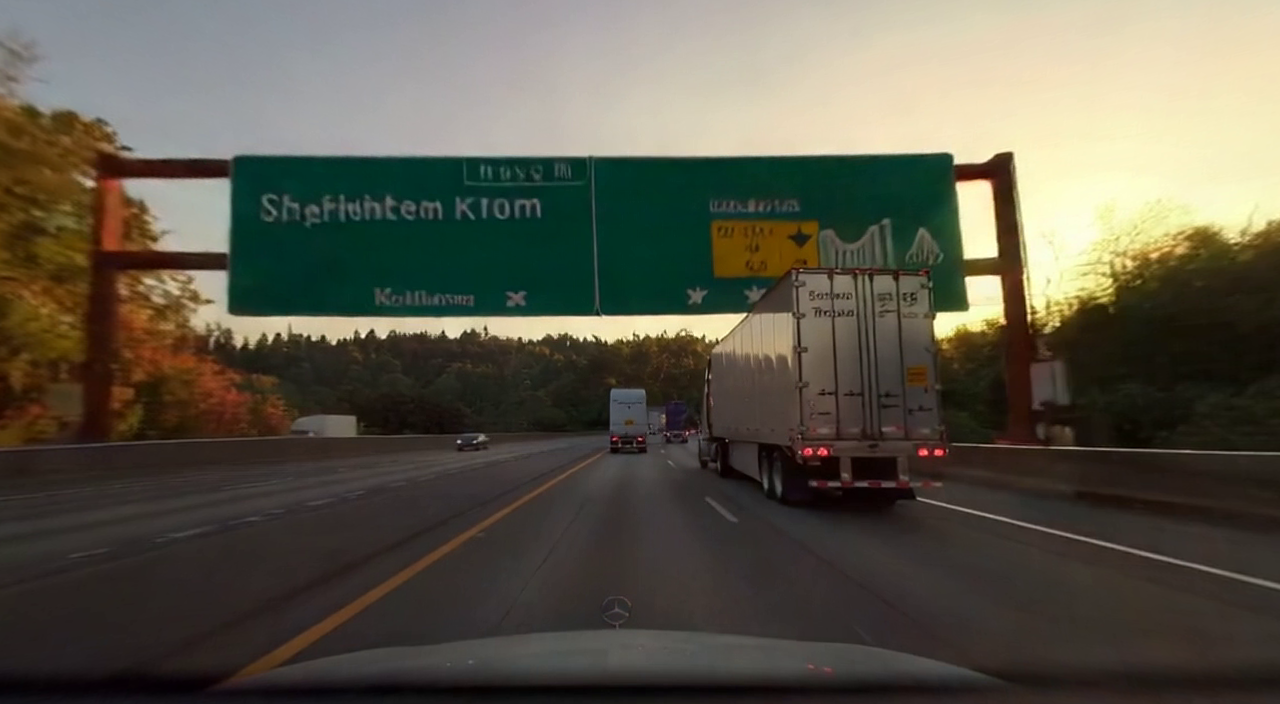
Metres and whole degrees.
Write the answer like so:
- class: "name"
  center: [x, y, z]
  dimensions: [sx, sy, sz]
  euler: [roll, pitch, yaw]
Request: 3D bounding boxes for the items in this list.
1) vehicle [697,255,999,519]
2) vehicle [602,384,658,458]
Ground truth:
- class: "vehicle"
  center: [3.872, 1.469, 17.100]
  dimensions: [2.856, 4.145, 14.500]
  euler: [0, -8, -2]
- class: "vehicle"
  center: [-0.611, 4.307, 38.357]
  dimensions: [2.958, 3.917, 10.196]
  euler: [0, -8, -1]
